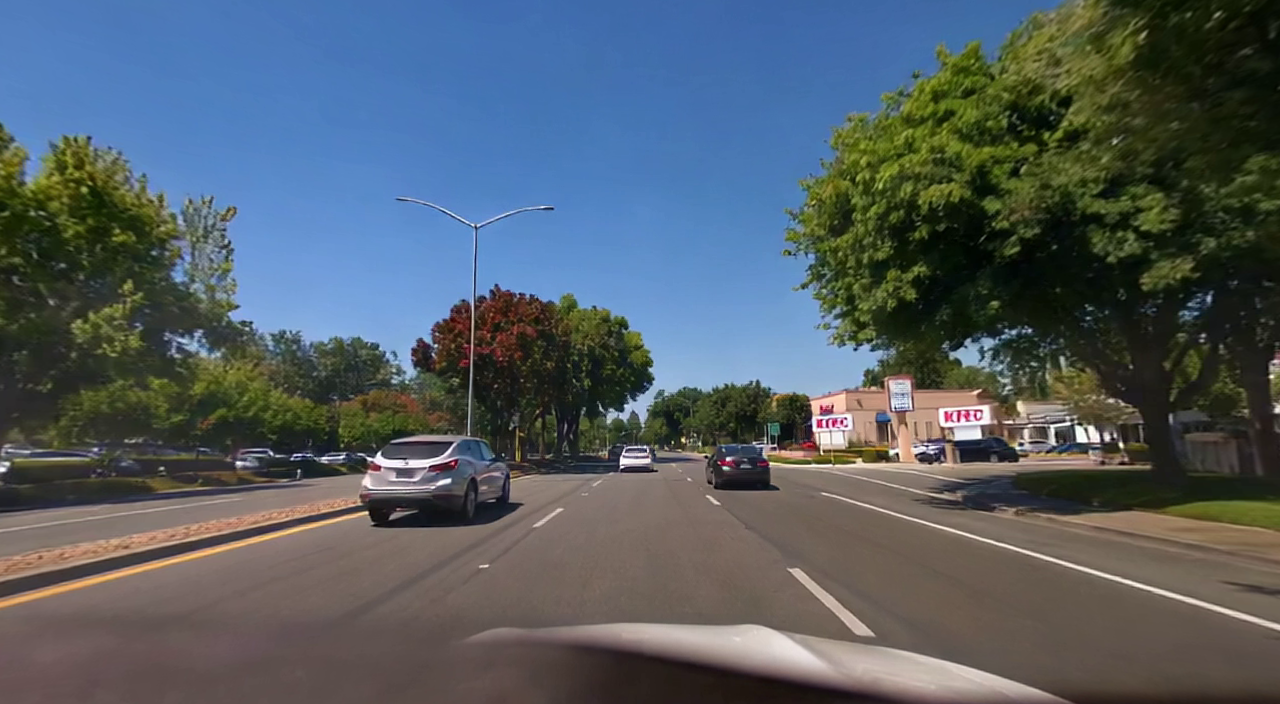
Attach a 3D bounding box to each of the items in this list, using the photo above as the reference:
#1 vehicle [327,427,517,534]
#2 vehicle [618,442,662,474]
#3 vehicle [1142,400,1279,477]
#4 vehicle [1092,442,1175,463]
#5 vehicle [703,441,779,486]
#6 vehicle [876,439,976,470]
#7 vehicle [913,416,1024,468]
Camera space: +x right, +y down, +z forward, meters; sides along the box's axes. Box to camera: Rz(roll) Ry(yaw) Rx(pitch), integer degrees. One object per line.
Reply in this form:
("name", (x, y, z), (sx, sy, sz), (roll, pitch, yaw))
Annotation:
("vehicle", (-3.722, 2.264, 11.689), (1.995, 1.607, 4.086), (0, -8, 1))
("vehicle", (0.051, 5.295, 31.740), (2.059, 1.477, 4.216), (0, -8, 1))
("vehicle", (24.337, 3.532, 25.687), (5.466, 2.971, 2.352), (0, -9, 3))
("vehicle", (34.370, 6.983, 43.935), (4.212, 1.423, 1.764), (-1, -8, 2))
("vehicle", (3.612, 4.076, 23.372), (2.012, 1.462, 4.400), (0, -8, -1))
("vehicle", (15.666, 5.625, 34.797), (4.578, 1.620, 2.047), (-2, -9, 10))
("vehicle", (21.853, 6.064, 42.618), (2.928, 3.123, 8.236), (-1, -8, -1))
